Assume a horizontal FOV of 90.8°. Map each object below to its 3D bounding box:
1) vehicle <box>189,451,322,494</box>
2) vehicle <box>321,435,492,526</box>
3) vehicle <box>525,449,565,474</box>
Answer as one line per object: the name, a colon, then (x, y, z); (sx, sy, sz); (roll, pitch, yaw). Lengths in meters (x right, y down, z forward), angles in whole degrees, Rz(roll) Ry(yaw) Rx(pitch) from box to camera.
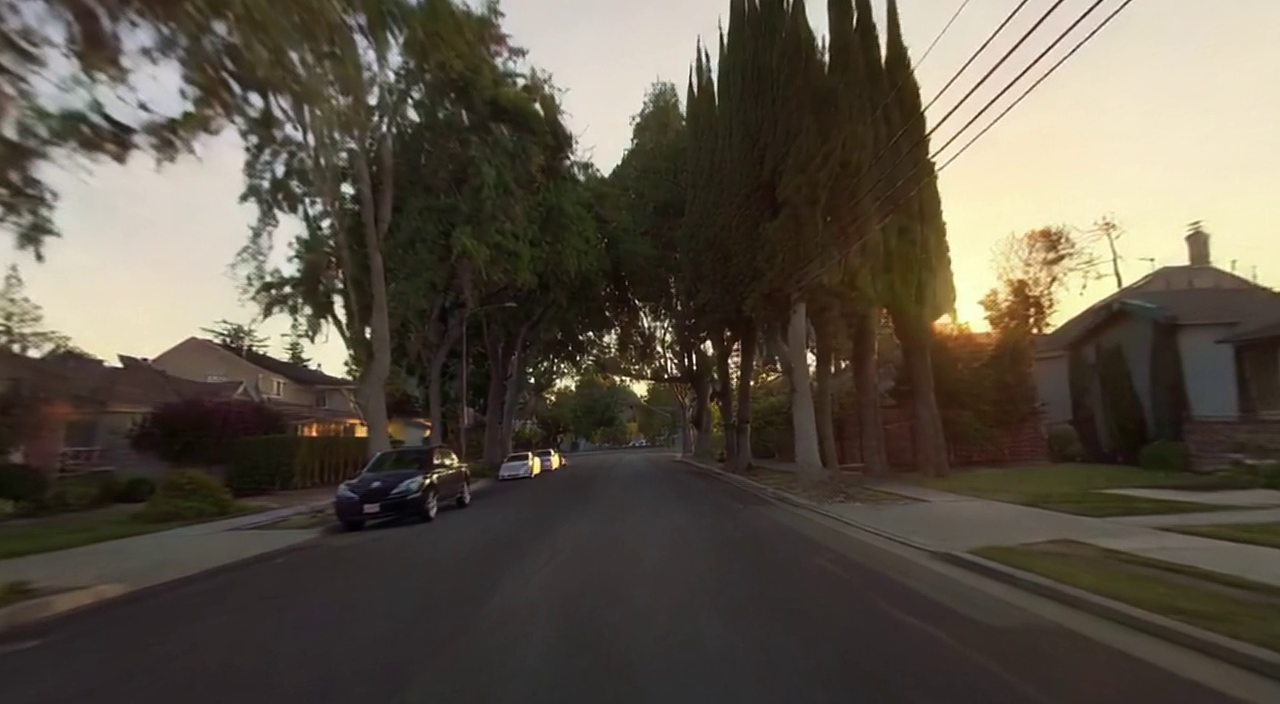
vehicle: (-16.886, 5.293, 27.944); (4.546, 1.791, 1.992); (0, -8, -2)
vehicle: (-5.605, 3.135, 16.226); (2.341, 1.886, 5.684); (0, -8, -1)
vehicle: (-5.994, 6.949, 40.277); (1.901, 1.468, 4.212); (0, -8, 0)
